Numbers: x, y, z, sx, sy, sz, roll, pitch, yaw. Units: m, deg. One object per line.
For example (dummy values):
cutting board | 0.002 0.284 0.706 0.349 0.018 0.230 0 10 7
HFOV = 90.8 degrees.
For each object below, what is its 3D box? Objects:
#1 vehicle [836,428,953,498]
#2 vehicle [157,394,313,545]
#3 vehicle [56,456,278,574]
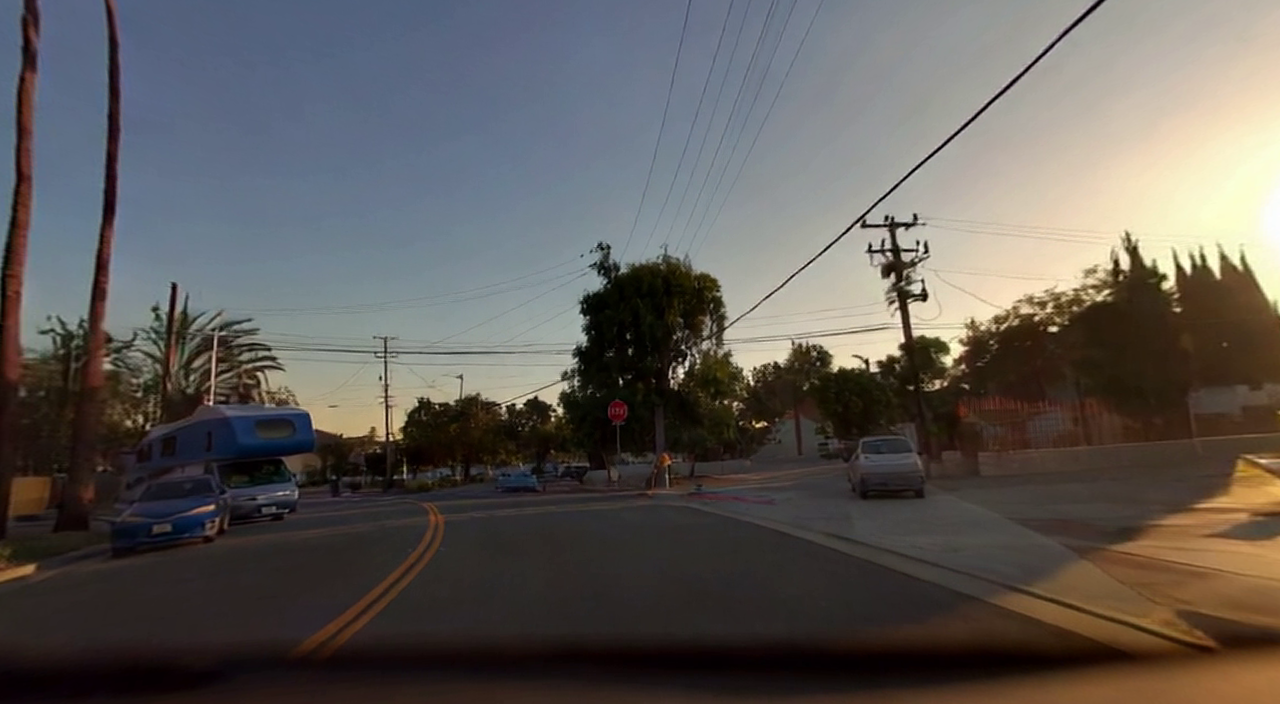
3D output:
vehicle | 8.082 3.509 20.795 2.508 1.887 5.930 -3 -7 12
vehicle | -13.076 3.653 21.552 3.216 3.720 11.364 2 -8 -27
vehicle | -9.047 3.032 12.711 2.103 1.599 4.865 1 -7 -19
